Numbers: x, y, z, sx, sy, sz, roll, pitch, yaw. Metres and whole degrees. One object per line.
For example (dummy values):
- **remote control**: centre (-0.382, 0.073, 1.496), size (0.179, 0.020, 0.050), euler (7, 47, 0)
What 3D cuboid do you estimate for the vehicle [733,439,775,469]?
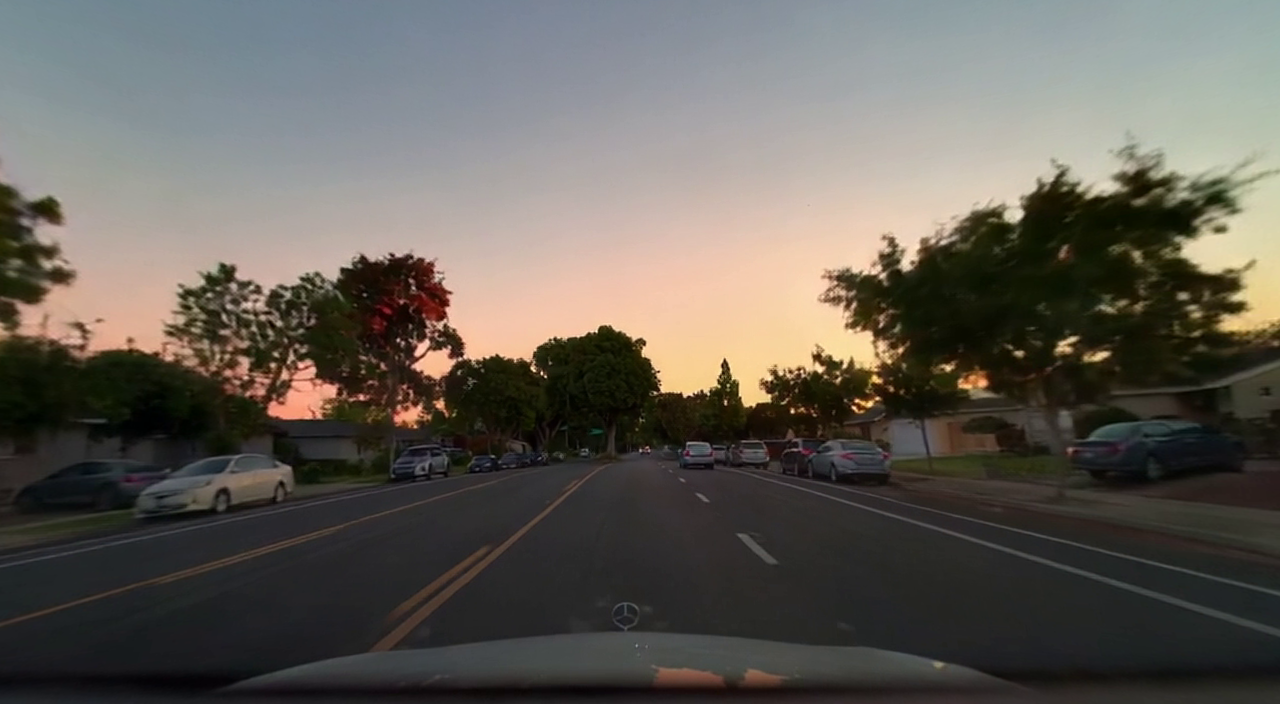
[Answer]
- **vehicle**: centre (7.558, 6.800, 42.155), size (1.873, 1.867, 4.673), euler (0, -8, 0)

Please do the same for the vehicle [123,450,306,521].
- **vehicle**: centre (-11.549, 3.593, 17.671), size (1.953, 1.649, 4.648), euler (0, -8, -1)

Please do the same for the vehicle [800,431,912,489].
- **vehicle**: centre (7.496, 3.798, 22.562), size (2.071, 1.793, 5.072), euler (0, -8, -1)

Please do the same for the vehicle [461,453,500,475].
- **vehicle**: centre (-11.725, 8.201, 46.625), size (1.809, 1.476, 4.423), euler (0, -8, -2)

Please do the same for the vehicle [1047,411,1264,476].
- **vehicle**: centre (14.556, 2.598, 18.016), size (4.630, 1.738, 1.943), euler (1, -8, -5)

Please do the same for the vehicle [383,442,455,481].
- **vehicle**: centre (-11.584, 5.749, 33.478), size (2.181, 1.920, 4.570), euler (0, -8, 0)

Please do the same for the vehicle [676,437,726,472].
- **vehicle**: centre (3.027, 5.185, 32.195), size (1.951, 1.620, 4.582), euler (0, -8, -2)
